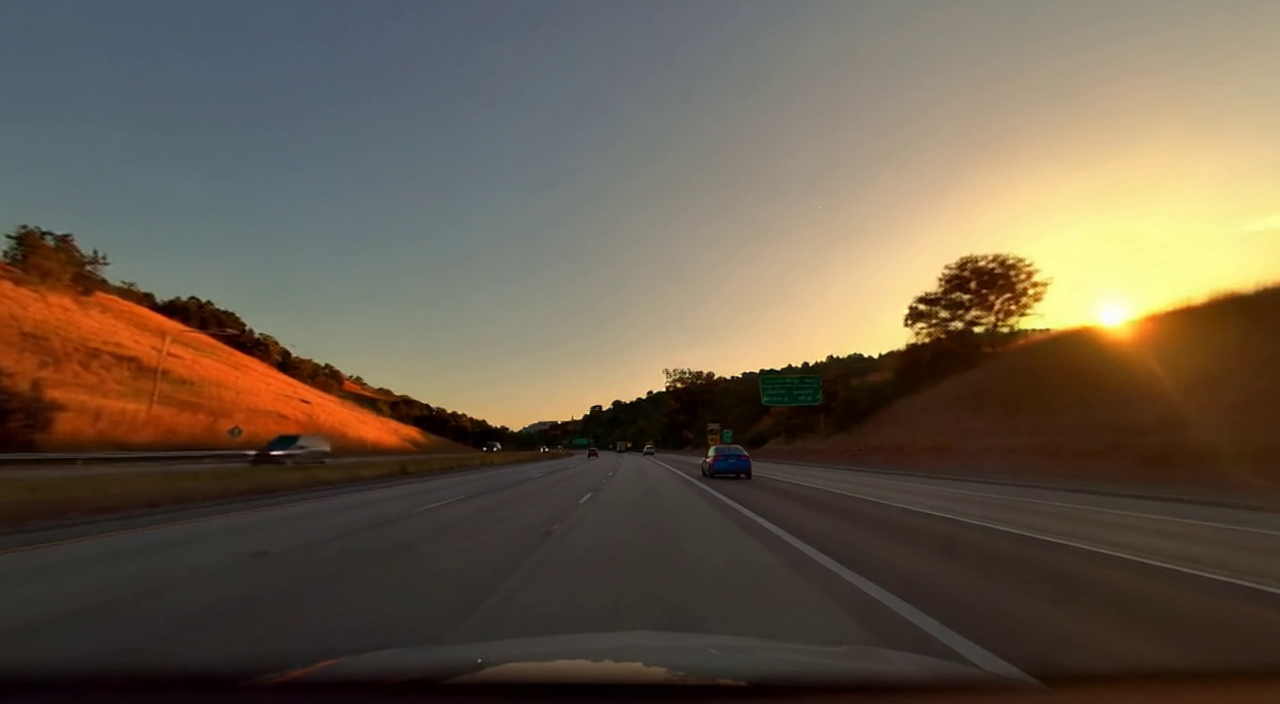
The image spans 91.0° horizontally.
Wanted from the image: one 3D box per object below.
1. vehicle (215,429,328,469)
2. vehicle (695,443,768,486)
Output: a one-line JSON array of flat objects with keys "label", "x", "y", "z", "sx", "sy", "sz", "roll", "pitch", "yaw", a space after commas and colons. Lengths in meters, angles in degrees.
[{"label": "vehicle", "x": -18.502, "y": 4.934, "z": 32.073, "sx": 2.336, "sy": 1.832, "sz": 5.644, "roll": 0, "pitch": -9, "yaw": 0}, {"label": "vehicle", "x": 3.438, "y": 4.322, "z": 24.504, "sx": 2.033, "sy": 1.501, "sz": 4.398, "roll": 0, "pitch": -9, "yaw": -2}]
